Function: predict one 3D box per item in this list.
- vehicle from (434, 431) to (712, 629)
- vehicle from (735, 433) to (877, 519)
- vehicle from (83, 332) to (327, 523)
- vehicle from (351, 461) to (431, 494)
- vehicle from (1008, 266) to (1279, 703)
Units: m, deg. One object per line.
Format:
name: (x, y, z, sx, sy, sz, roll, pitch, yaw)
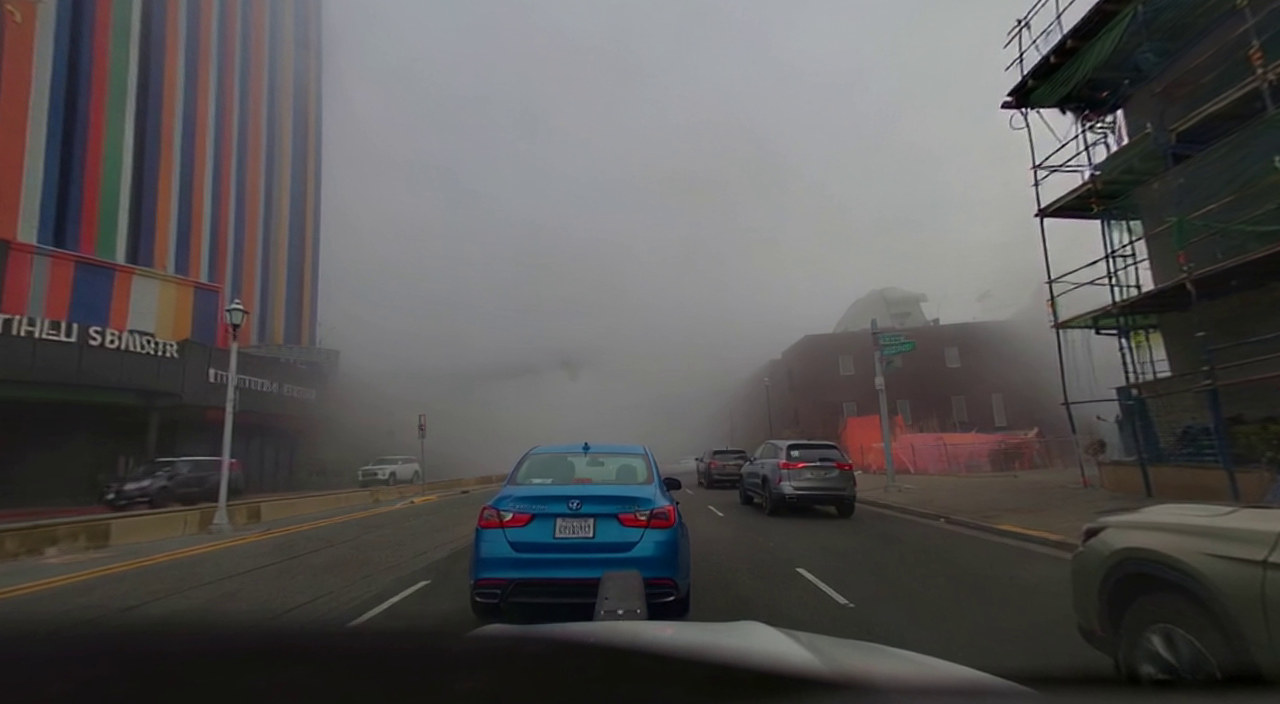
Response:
vehicle: (-0.467, 1.682, 7.013, 2.131, 1.496, 4.193, 0, -8, 1)
vehicle: (3.890, 3.002, 15.887, 2.185, 1.797, 4.934, 0, -8, -1)
vehicle: (-9.104, 1.657, 13.725, 2.592, 3.548, 3.414, -2, -9, 4)
vehicle: (-12.780, 6.455, 32.805, 1.986, 1.476, 4.753, -1, -8, 3)
vehicle: (3.363, 0.520, 1.213, 2.182, 1.954, 5.341, 0, -8, 2)
